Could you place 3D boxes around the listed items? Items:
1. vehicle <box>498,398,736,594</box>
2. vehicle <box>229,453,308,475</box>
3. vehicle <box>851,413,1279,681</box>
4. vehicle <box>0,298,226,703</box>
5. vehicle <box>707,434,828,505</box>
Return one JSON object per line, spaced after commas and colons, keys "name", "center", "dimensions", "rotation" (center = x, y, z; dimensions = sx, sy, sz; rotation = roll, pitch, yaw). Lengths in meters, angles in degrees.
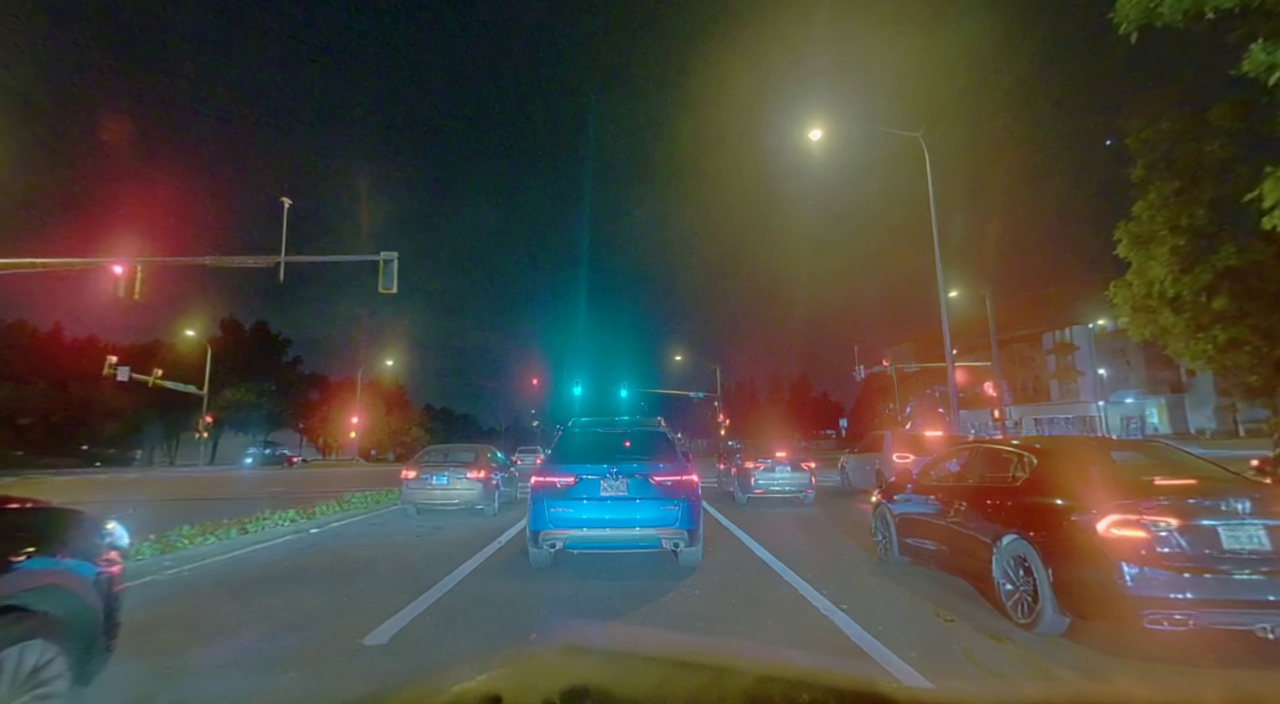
{"name": "vehicle", "center": [-0.264, 1.559, 7.619], "dimensions": [2.101, 1.707, 3.904], "rotation": [0, -8, -2]}
{"name": "vehicle", "center": [-25.241, 7.583, 42.985], "dimensions": [4.468, 1.430, 1.770], "rotation": [-2, -9, 10]}
{"name": "vehicle", "center": [3.619, 1.395, 5.694], "dimensions": [1.861, 1.478, 4.185], "rotation": [0, -8, -2]}
{"name": "vehicle", "center": [-3.259, 0.516, 0.712], "dimensions": [2.186, 1.794, 4.972], "rotation": [0, -8, 0]}
{"name": "vehicle", "center": [2.982, 2.856, 15.773], "dimensions": [1.950, 1.506, 4.086], "rotation": [0, -8, -3]}
